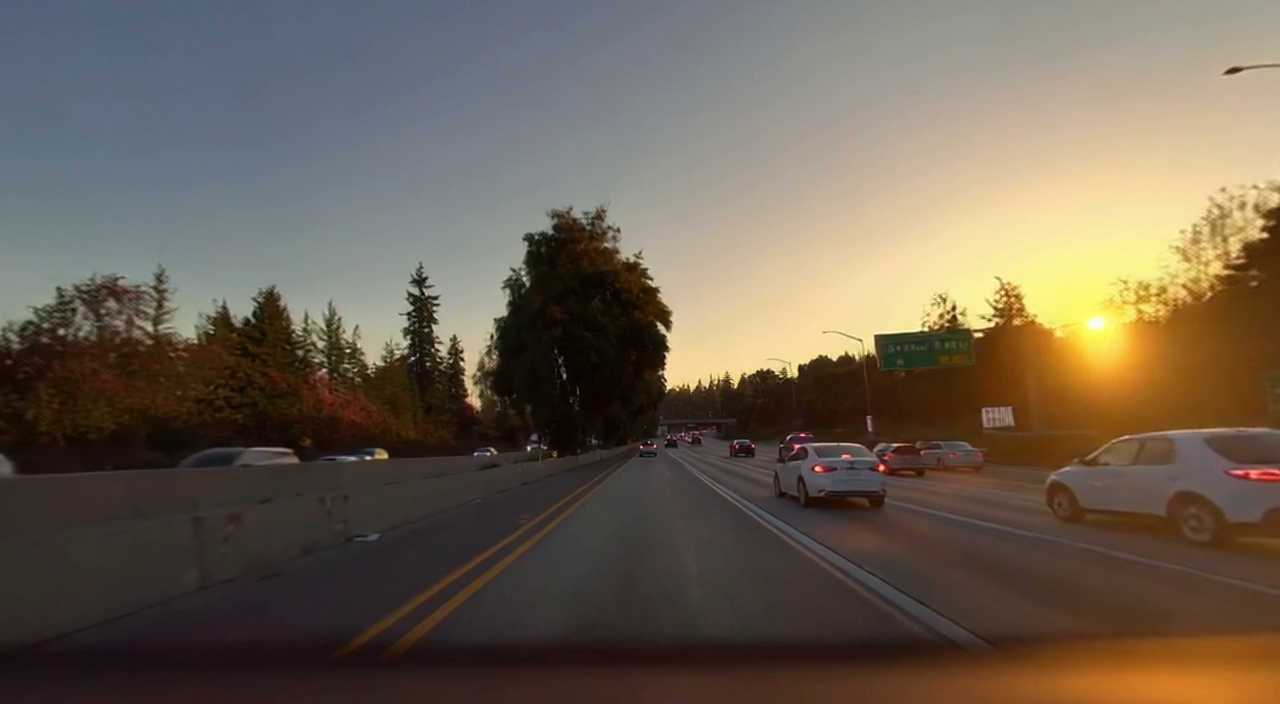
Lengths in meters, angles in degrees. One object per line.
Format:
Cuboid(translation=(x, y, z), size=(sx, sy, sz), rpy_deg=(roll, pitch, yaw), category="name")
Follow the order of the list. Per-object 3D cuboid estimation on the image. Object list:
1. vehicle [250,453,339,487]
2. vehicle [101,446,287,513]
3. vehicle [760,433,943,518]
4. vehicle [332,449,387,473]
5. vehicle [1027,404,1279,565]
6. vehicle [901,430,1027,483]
Cuboid(translation=(-16.926, 5.798, 31.207), size=(1.854, 1.465, 4.484), rpy_deg=(0, -8, 0), category="vehicle")
Cuboid(translation=(-12.934, 3.664, 18.801), size=(2.123, 1.698, 4.656), rpy_deg=(0, -8, 0), category="vehicle")
Cuboid(translation=(4.261, 2.577, 13.845), size=(2.223, 1.483, 5.075), rpy_deg=(0, -8, 0), category="vehicle")
Cuboid(translation=(-21.483, 8.338, 48.542), size=(2.117, 1.716, 4.533), rpy_deg=(0, -8, 0), category="vehicle")
Cuboid(translation=(7.761, 1.691, 8.689), size=(1.966, 1.686, 4.532), rpy_deg=(0, -8, 0), category="vehicle")
Cuboid(translation=(11.508, 3.735, 22.868), size=(1.954, 1.685, 4.935), rpy_deg=(0, -8, 0), category="vehicle")
